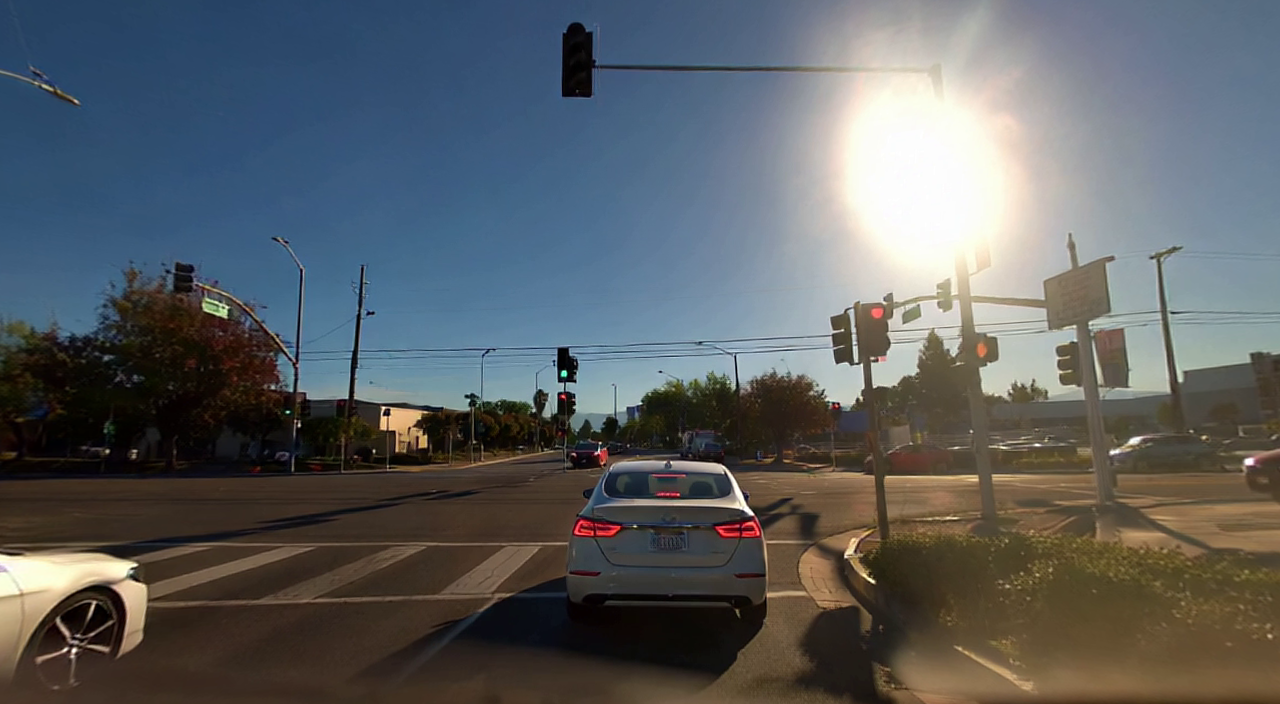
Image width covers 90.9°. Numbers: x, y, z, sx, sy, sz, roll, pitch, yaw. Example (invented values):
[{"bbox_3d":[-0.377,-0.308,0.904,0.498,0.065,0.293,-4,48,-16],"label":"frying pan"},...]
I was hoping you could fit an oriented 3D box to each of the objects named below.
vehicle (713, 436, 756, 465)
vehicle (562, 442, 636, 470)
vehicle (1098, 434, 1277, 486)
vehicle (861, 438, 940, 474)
[{"bbox_3d":[6.901,7.185,46.179,1.491,2.041,2.964,6,-9,-33],"label":"vehicle"},{"bbox_3d":[-2.440,6.152,37.555,3.991,1.526,1.868,-4,-9,30],"label":"vehicle"},{"bbox_3d":[16.804,3.317,19.502,3.876,1.512,1.784,0,-8,-2],"label":"vehicle"},{"bbox_3d":[12.399,5.041,30.273,1.922,1.529,3.964,1,-11,-2],"label":"vehicle"}]
